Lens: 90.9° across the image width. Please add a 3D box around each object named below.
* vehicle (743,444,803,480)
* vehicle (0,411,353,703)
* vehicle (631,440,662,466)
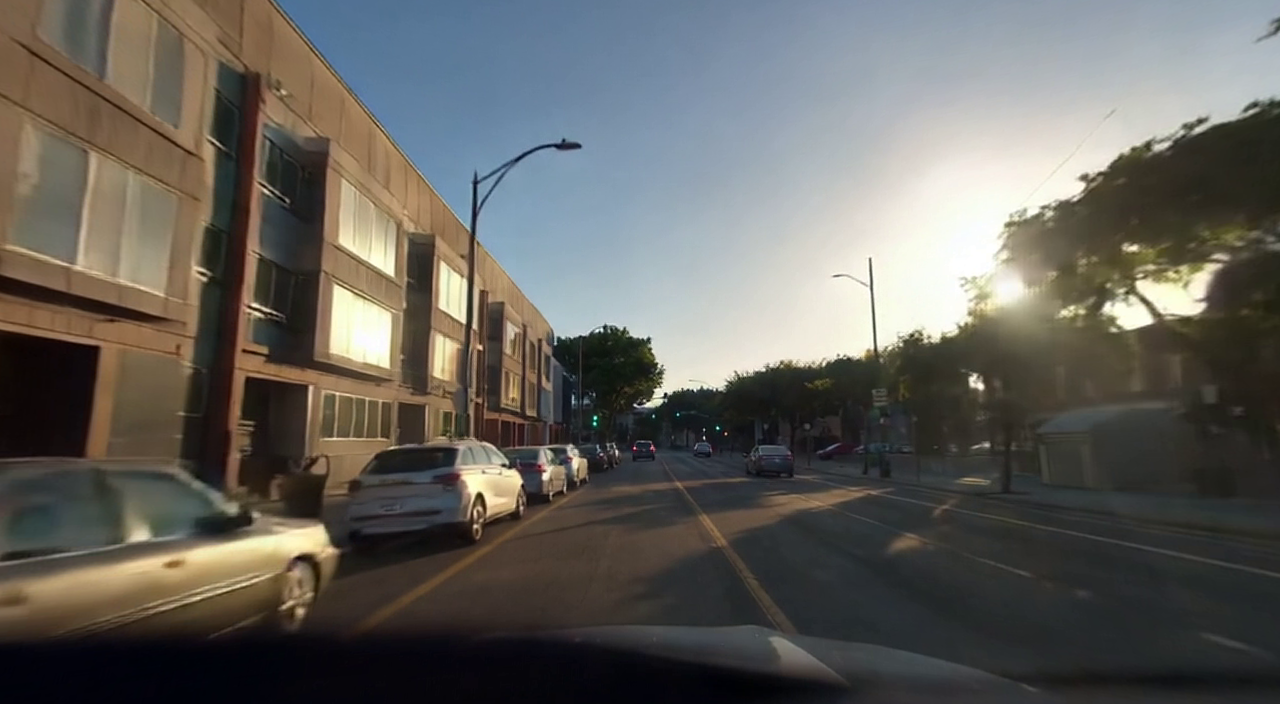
[{"bbox_3d":[5.720,4.759,27.489,1.799,1.463,3.464,0,-8,-1],"label":"vehicle"},{"bbox_3d":[-3.215,1.026,2.712,1.810,1.473,4.232,-1,-8,2],"label":"vehicle"},{"bbox_3d":[0.497,7.071,44.324,2.122,1.689,3.885,0,-8,2],"label":"vehicle"}]
